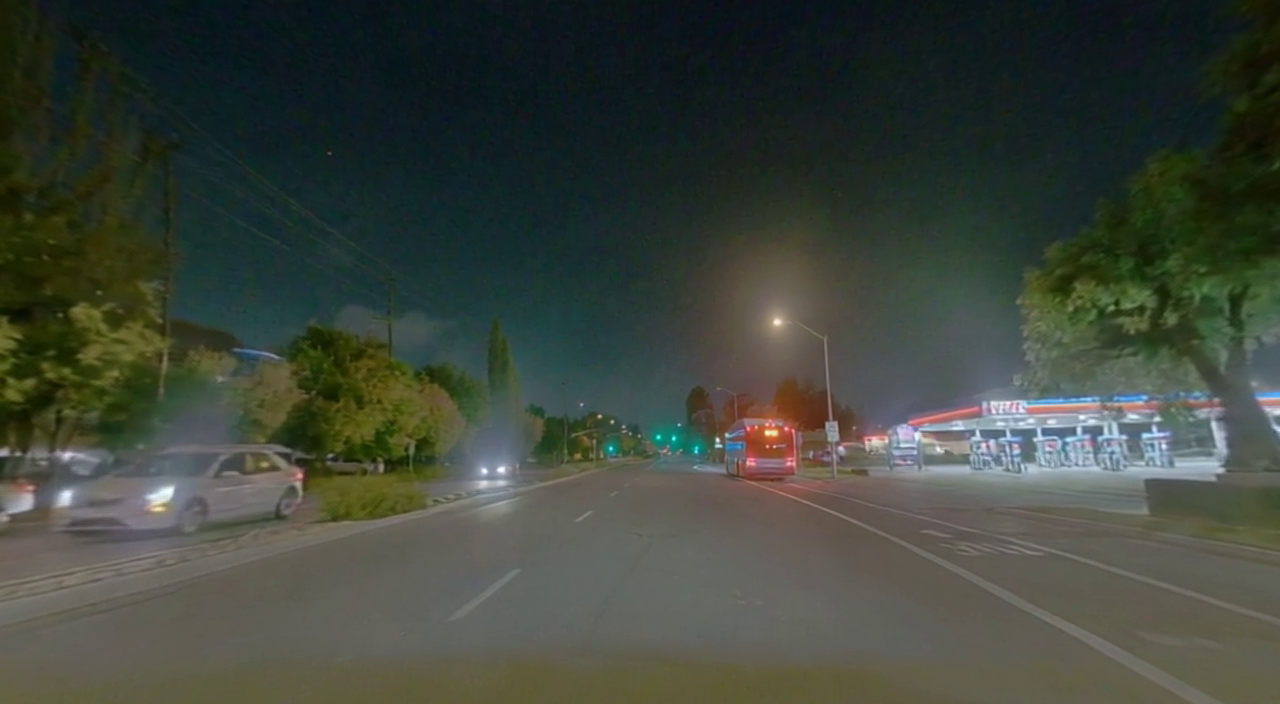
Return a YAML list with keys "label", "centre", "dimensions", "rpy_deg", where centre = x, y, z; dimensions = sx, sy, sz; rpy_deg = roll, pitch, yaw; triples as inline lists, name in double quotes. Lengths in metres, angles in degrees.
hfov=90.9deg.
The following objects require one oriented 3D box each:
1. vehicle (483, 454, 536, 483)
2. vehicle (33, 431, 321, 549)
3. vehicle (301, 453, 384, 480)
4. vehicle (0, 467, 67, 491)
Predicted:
- label: "vehicle"
  centre: [-7.126, 6.390, 34.806]
  dimensions: [1.900, 1.481, 4.317]
  rpy_deg: [0, -9, 1]
- label: "vehicle"
  centre: [-7.934, 2.372, 11.446]
  dimensions: [1.982, 1.722, 4.070]
  rpy_deg: [-1, -9, 2]
- label: "vehicle"
  centre: [-22.751, 8.712, 48.407]
  dimensions: [2.284, 1.855, 5.392]
  rpy_deg: [-4, -10, 27]
- label: "vehicle"
  centre: [-43.060, 8.752, 43.334]
  dimensions: [2.287, 1.527, 4.946]
  rpy_deg: [-2, -10, 7]
